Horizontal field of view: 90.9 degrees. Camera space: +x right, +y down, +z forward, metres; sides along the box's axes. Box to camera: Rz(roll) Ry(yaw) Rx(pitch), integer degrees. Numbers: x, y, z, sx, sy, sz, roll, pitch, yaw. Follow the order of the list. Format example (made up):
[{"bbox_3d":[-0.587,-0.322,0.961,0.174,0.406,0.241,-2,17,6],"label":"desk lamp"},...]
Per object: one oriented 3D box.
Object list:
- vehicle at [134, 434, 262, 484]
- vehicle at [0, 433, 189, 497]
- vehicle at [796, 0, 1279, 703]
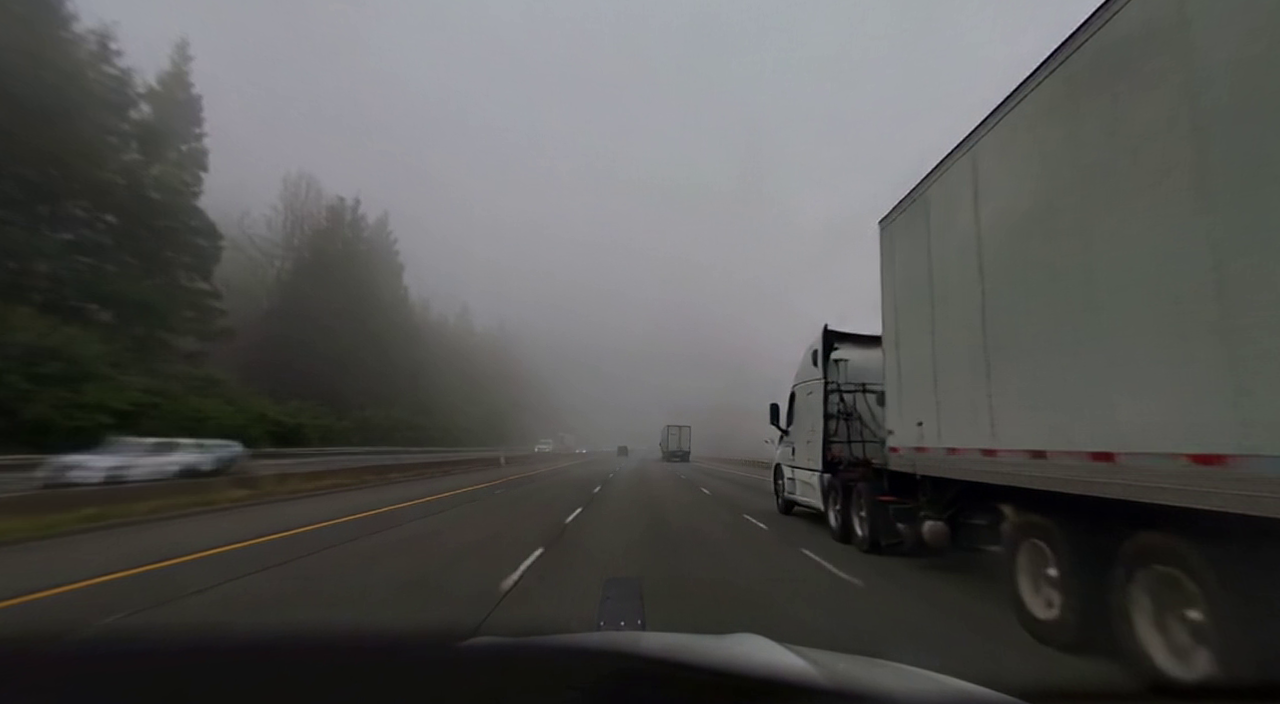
[{"bbox_3d":[-15.182,3.699,21.928,1.678,1.547,3.763,0,-9,0],"label":"vehicle"},{"bbox_3d":[-15.072,3.040,17.323,1.855,1.494,4.724,0,-9,0],"label":"vehicle"},{"bbox_3d":[4.124,-0.052,3.872,2.950,4.033,13.276,0,-9,0],"label":"vehicle"}]
